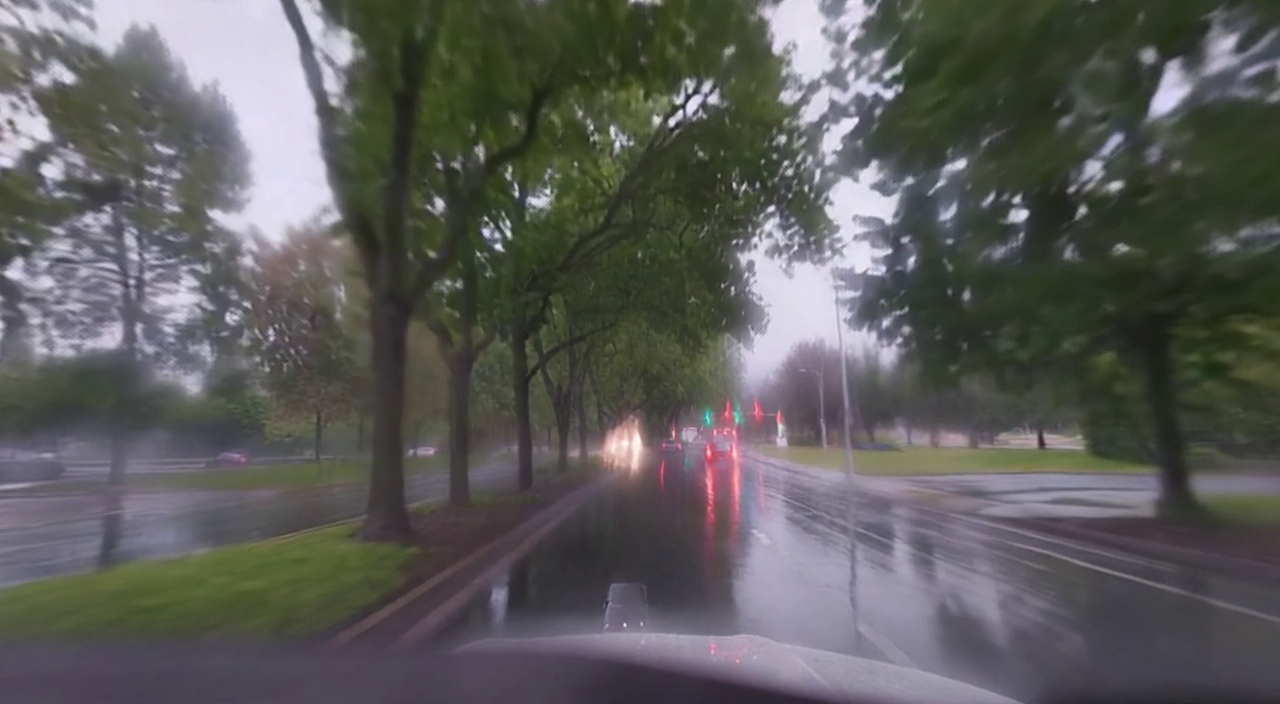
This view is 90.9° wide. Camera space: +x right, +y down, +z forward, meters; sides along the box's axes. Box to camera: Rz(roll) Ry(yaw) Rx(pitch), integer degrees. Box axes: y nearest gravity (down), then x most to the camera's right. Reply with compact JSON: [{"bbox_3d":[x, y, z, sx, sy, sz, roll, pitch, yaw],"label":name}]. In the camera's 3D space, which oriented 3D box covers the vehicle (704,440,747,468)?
[{"bbox_3d":[4.815,5.790,36.013,1.989,1.497,4.436,0,-8,2],"label":"vehicle"}]
